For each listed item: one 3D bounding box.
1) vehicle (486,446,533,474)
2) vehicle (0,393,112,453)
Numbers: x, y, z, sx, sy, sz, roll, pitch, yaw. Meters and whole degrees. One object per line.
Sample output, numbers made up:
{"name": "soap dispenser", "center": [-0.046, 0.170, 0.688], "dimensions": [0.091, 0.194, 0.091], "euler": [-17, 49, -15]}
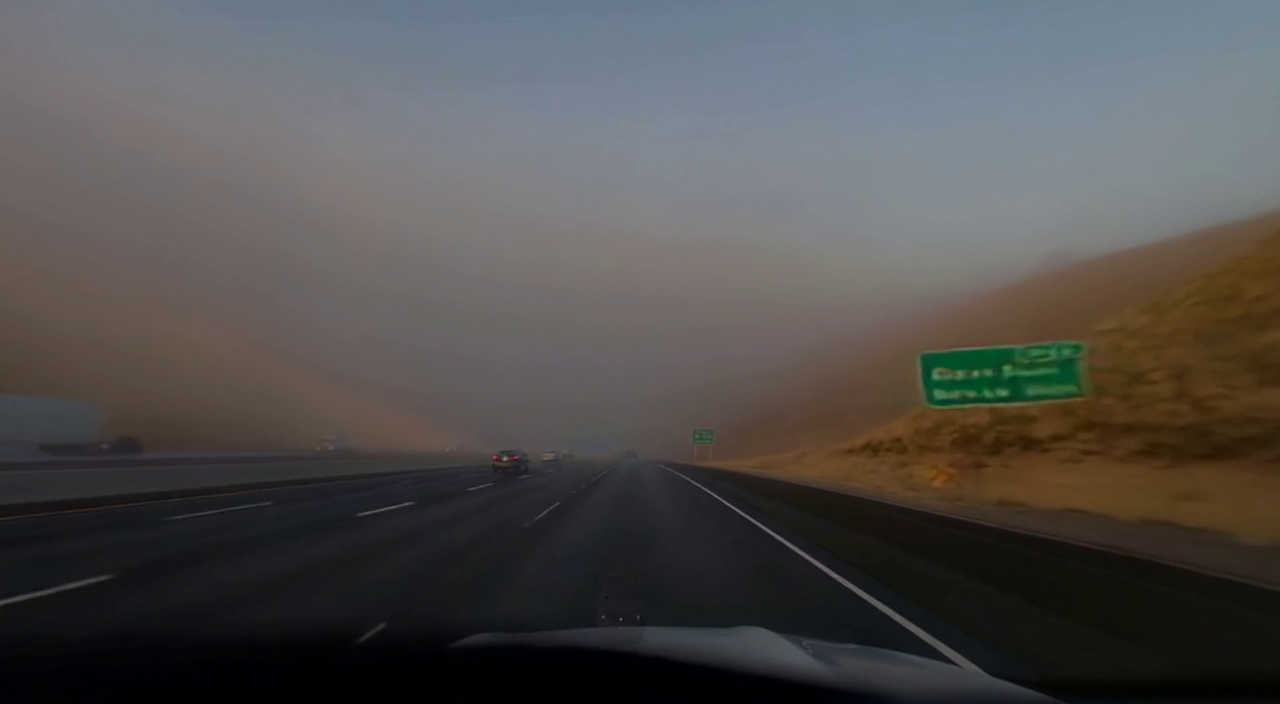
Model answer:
{"name": "vehicle", "center": [-8.086, 6.744, 39.487], "dimensions": [2.045, 1.624, 4.338], "euler": [0, -9, -1]}
{"name": "vehicle", "center": [-44.587, 4.899, 43.271], "dimensions": [2.908, 4.006, 16.541], "euler": [1, -9, -3]}
